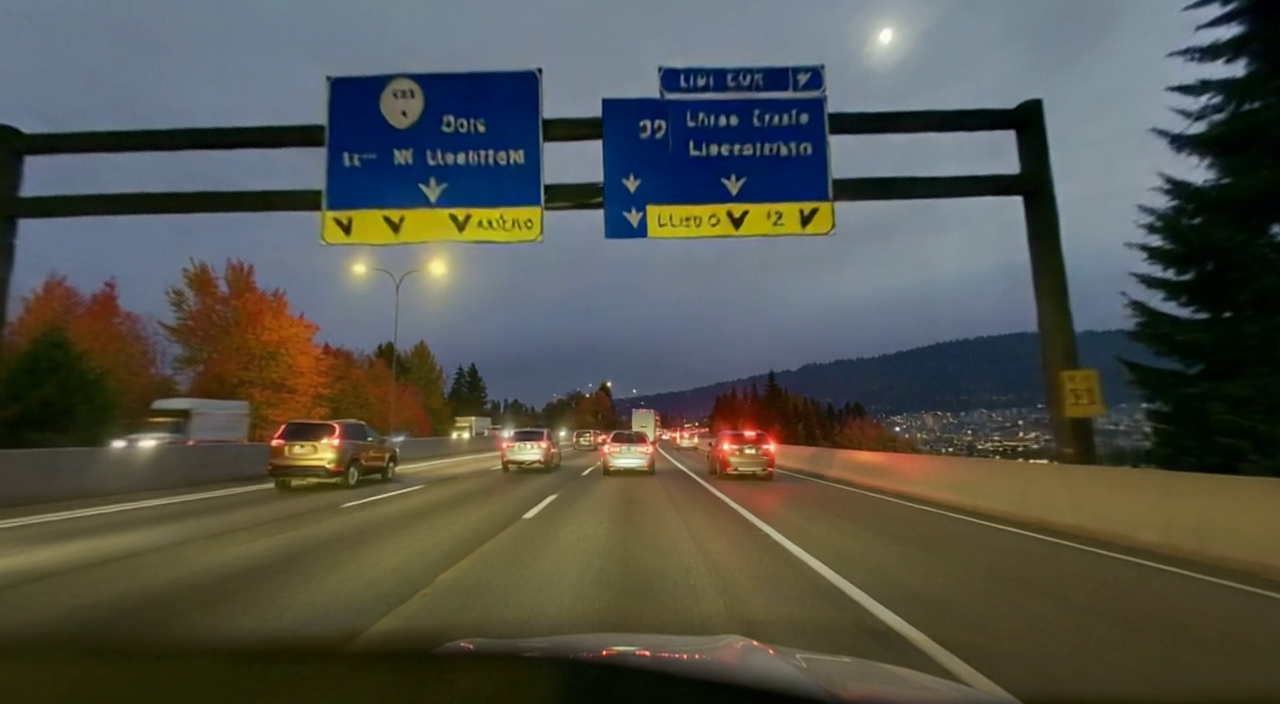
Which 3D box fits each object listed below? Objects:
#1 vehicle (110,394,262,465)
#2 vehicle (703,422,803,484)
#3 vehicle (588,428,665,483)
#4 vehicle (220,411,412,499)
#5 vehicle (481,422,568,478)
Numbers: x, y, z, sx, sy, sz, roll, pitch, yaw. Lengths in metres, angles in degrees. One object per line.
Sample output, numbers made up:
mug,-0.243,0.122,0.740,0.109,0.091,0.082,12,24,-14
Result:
vehicle,-23.614,4.142,33.295,2.703,3.361,6.936,0,-8,1
vehicle,3.260,3.002,19.083,2.095,1.650,4.331,0,-8,-2
vehicle,-0.365,3.123,19.413,2.111,1.494,4.364,0,-8,0
vehicle,-7.533,2.442,15.338,2.117,1.779,4.745,0,-8,0
vehicle,-3.735,3.256,21.151,2.064,1.672,4.277,0,-8,1
